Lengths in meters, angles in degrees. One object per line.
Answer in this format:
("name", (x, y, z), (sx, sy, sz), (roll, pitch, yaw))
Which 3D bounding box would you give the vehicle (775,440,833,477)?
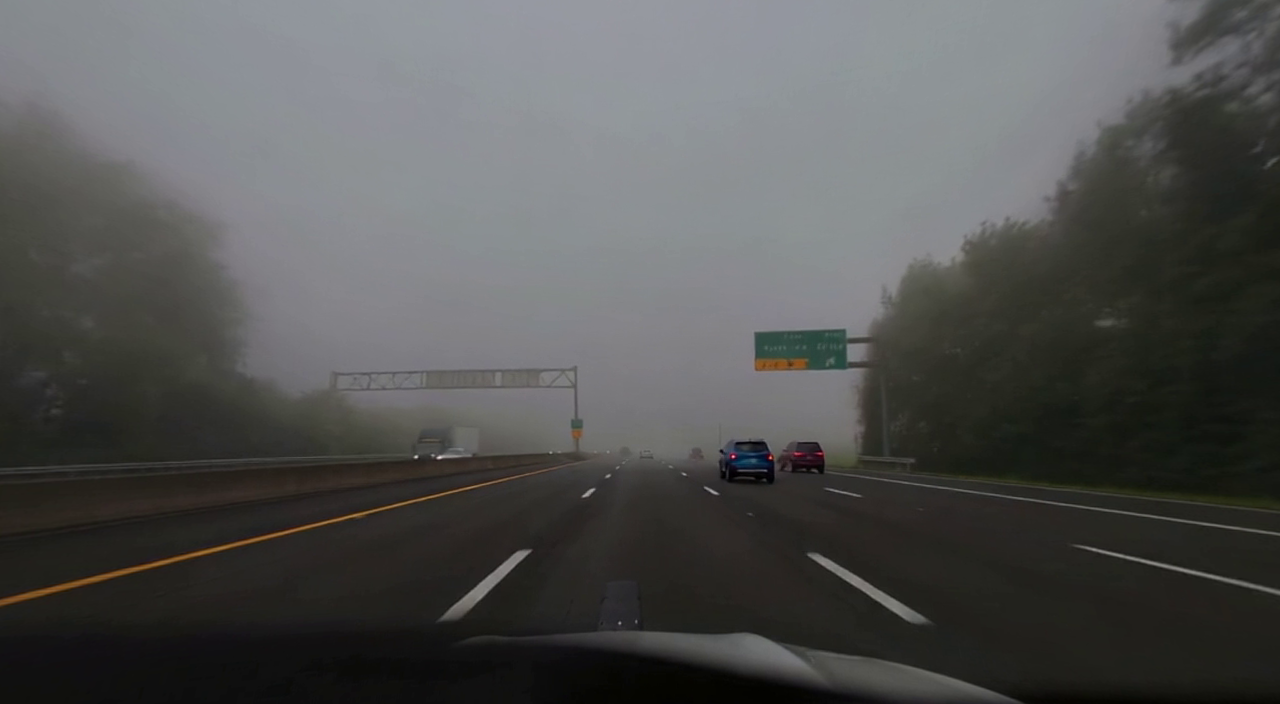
("vehicle", (8.460, 5.514, 32.650), (1.898, 1.798, 3.805), (0, -9, -1))

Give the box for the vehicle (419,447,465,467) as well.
("vehicle", (-14.365, 7.661, 45.728), (1.837, 1.381, 4.562), (0, -9, 0))

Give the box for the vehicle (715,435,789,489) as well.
("vehicle", (3.906, 3.938, 22.623), (1.784, 1.733, 4.141), (0, -9, -1))
